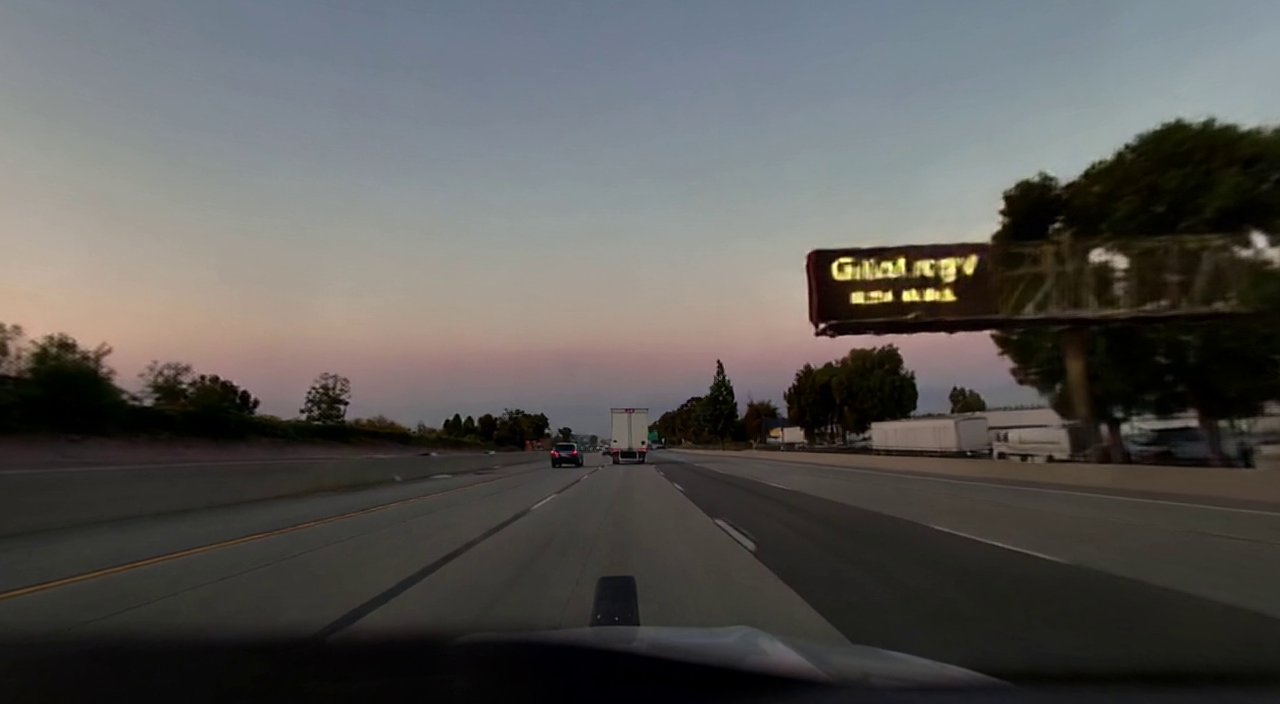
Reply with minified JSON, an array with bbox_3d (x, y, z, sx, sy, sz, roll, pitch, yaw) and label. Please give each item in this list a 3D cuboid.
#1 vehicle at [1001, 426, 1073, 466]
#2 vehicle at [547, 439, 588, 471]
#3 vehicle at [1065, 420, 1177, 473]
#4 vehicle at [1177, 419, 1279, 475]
[{"bbox_3d":[28.981,6.907,46.453,2.277,2.699,7.384,-2,-9,16],"label":"vehicle"},{"bbox_3d":[-4.657,6.707,41.266,2.095,1.930,4.680,0,-9,0],"label":"vehicle"},{"bbox_3d":[26.245,5.199,34.820,2.193,2.640,5.959,-1,-9,9],"label":"vehicle"},{"bbox_3d":[35.692,5.500,36.696,6.779,3.072,2.630,1,-8,-6],"label":"vehicle"}]
